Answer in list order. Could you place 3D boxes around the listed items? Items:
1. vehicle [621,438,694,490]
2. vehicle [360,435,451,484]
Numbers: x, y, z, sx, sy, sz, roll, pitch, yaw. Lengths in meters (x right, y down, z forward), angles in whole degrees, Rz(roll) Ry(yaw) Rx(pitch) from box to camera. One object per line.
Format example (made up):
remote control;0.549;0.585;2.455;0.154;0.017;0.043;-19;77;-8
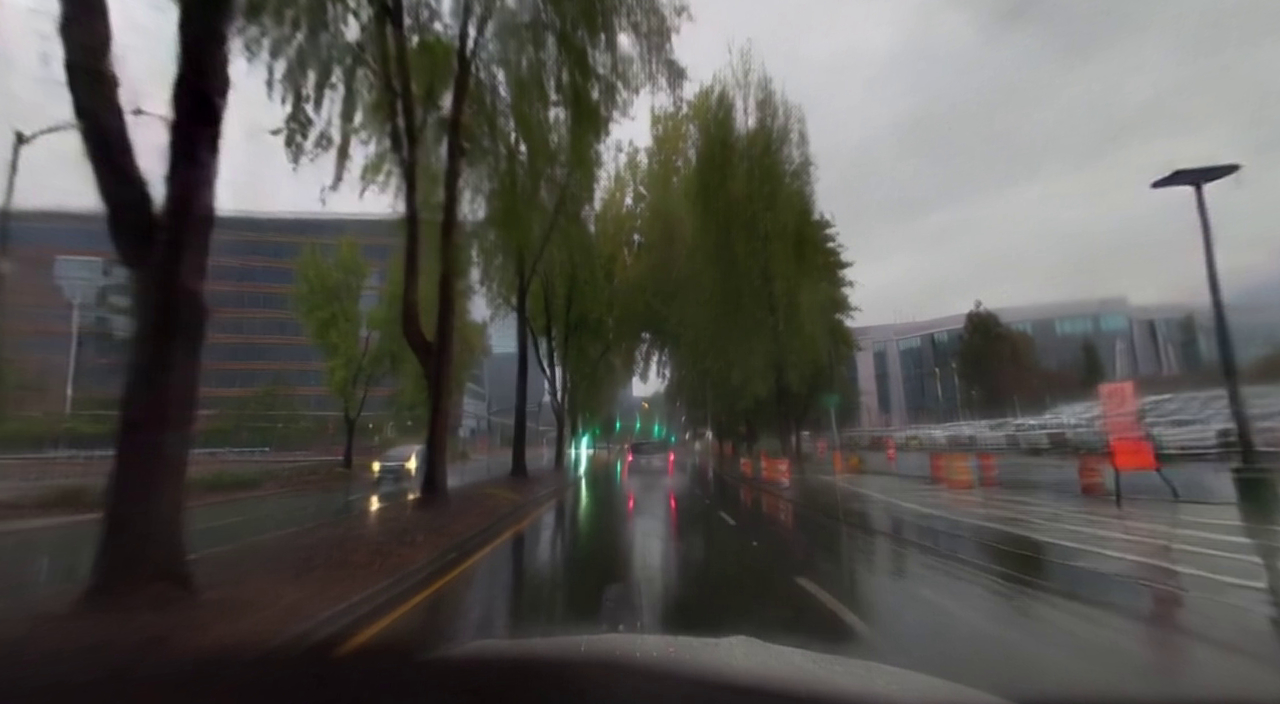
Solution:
vehicle;0.570;3.585;20.670;2.114;1.493;4.430;-1;-8;2
vehicle;-11.159;5.148;30.565;2.349;2.106;5.464;0;-8;-1
